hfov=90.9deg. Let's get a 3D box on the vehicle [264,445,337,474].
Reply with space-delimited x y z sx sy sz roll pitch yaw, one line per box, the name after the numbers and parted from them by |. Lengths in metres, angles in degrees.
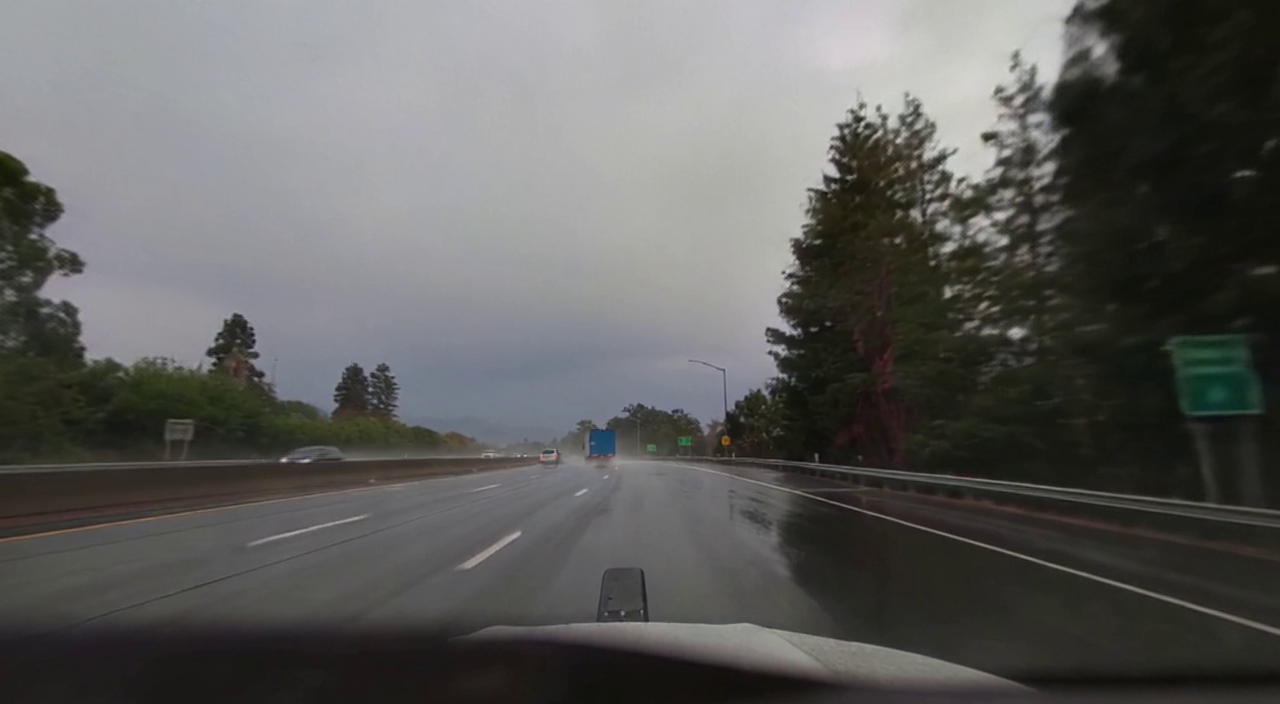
-21.034 6.668 39.323 1.989 1.658 4.584 0 -9 0 | vehicle
